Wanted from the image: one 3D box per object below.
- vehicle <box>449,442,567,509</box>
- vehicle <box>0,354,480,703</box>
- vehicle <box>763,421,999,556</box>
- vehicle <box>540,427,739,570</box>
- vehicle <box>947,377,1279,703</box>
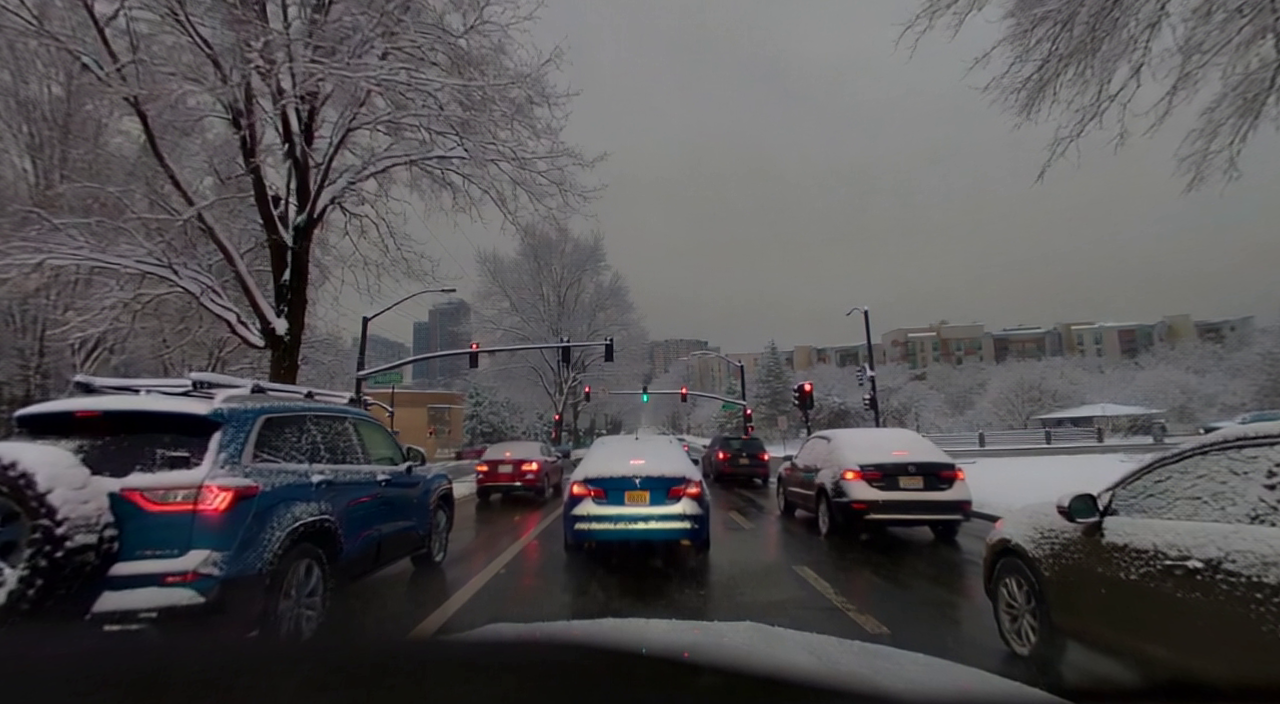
[{"bbox_3d":[-3.064,2.963,15.636,1.975,1.420,4.196,0,-8,1],"label":"vehicle"},{"bbox_3d":[-3.131,1.226,5.467,2.168,1.750,4.625,-1,-8,1],"label":"vehicle"},{"bbox_3d":[3.427,2.021,10.084,2.040,1.647,4.379,0,-8,0],"label":"vehicle"},{"bbox_3d":[-0.022,1.881,8.854,2.147,1.507,3.953,0,-8,-1],"label":"vehicle"},{"bbox_3d":[3.321,0.963,2.827,1.899,1.588,3.888,0,-8,0],"label":"vehicle"}]
